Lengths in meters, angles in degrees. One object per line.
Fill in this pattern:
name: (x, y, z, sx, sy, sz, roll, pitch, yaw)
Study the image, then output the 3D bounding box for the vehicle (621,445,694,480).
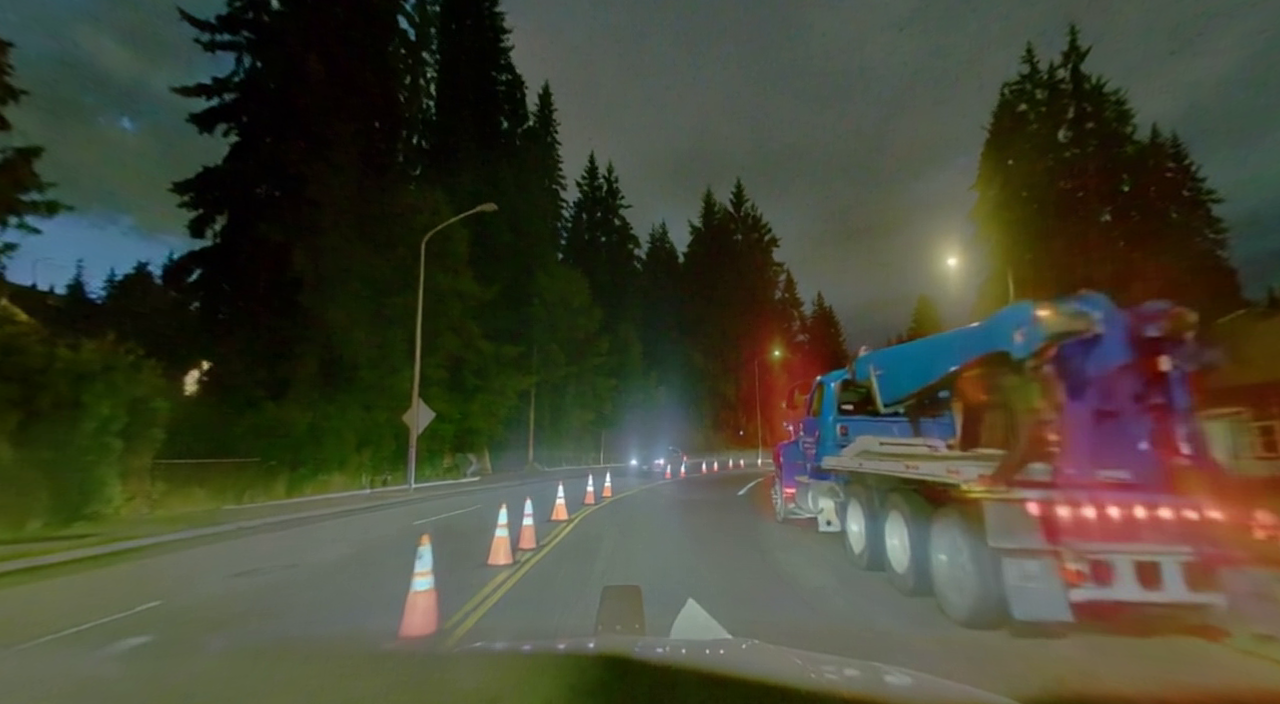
vehicle: (0.934, 5.222, 30.179, 1.945, 1.494, 4.201, -4, -10, 25)

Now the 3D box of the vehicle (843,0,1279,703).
vehicle: (3.565, 0.462, 4.217, 2.874, 2.542, 4.840, 0, -9, 2)
